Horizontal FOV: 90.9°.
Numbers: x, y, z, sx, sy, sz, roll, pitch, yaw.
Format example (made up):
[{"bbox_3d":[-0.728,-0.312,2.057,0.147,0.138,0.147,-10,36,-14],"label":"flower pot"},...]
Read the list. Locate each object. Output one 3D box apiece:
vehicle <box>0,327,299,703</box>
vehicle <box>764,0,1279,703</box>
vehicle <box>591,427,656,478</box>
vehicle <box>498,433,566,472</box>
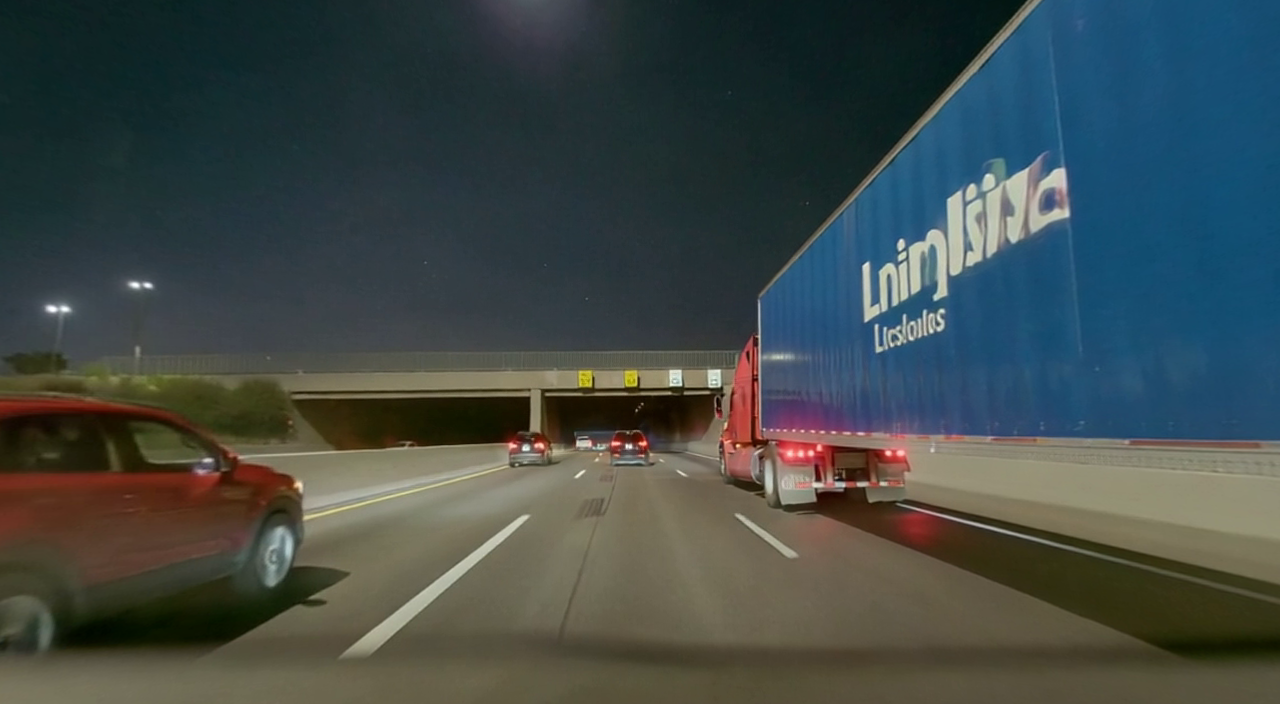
[{"bbox_3d":[-3.368,0.848,3.041,1.826,1.695,2.870,0,-8,-1],"label":"vehicle"},{"bbox_3d":[3.959,0.011,5.142,2.842,4.108,14.081,0,-8,-1],"label":"vehicle"},{"bbox_3d":[-0.545,3.490,22.110,2.094,1.600,3.666,0,-8,-1],"label":"vehicle"},{"bbox_3d":[-4.309,4.066,25.762,2.019,1.435,4.317,0,-8,0],"label":"vehicle"}]
